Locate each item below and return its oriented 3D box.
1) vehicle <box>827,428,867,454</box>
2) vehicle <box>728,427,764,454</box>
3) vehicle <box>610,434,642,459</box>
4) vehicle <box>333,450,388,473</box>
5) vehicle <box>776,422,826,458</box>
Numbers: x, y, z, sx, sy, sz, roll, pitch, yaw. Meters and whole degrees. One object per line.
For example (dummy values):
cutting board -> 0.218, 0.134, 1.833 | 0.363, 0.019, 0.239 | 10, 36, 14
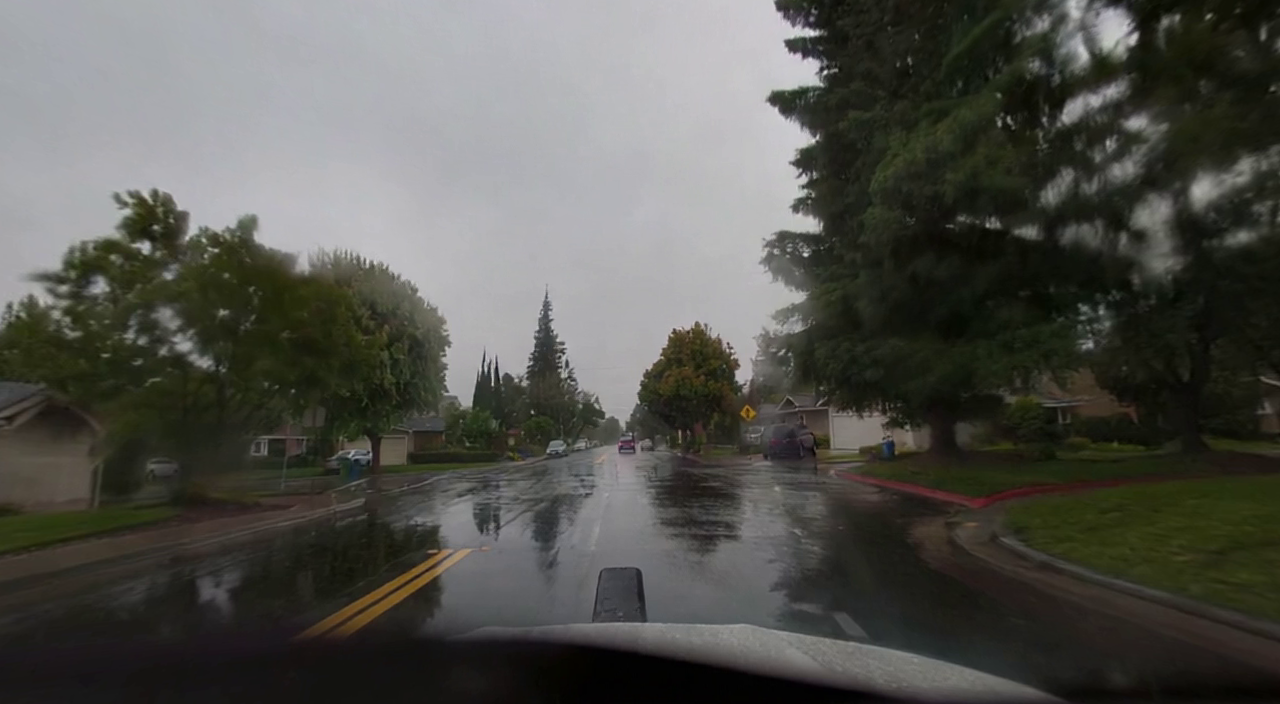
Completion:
vehicle -> 12.745, 5.533, 39.064 | 1.972, 1.528, 3.891 | -2, -9, 13
vehicle -> 7.597, 6.443, 45.700 | 2.130, 1.836, 4.464 | -1, -9, 5
vehicle -> -0.988, 6.715, 44.969 | 2.116, 1.711, 4.155 | 0, -8, -1
vehicle -> -20.176, 7.886, 45.791 | 1.917, 1.499, 4.569 | 0, -8, 0
vehicle -> 9.434, 5.247, 37.484 | 2.333, 1.933, 5.662 | -1, -9, 9
